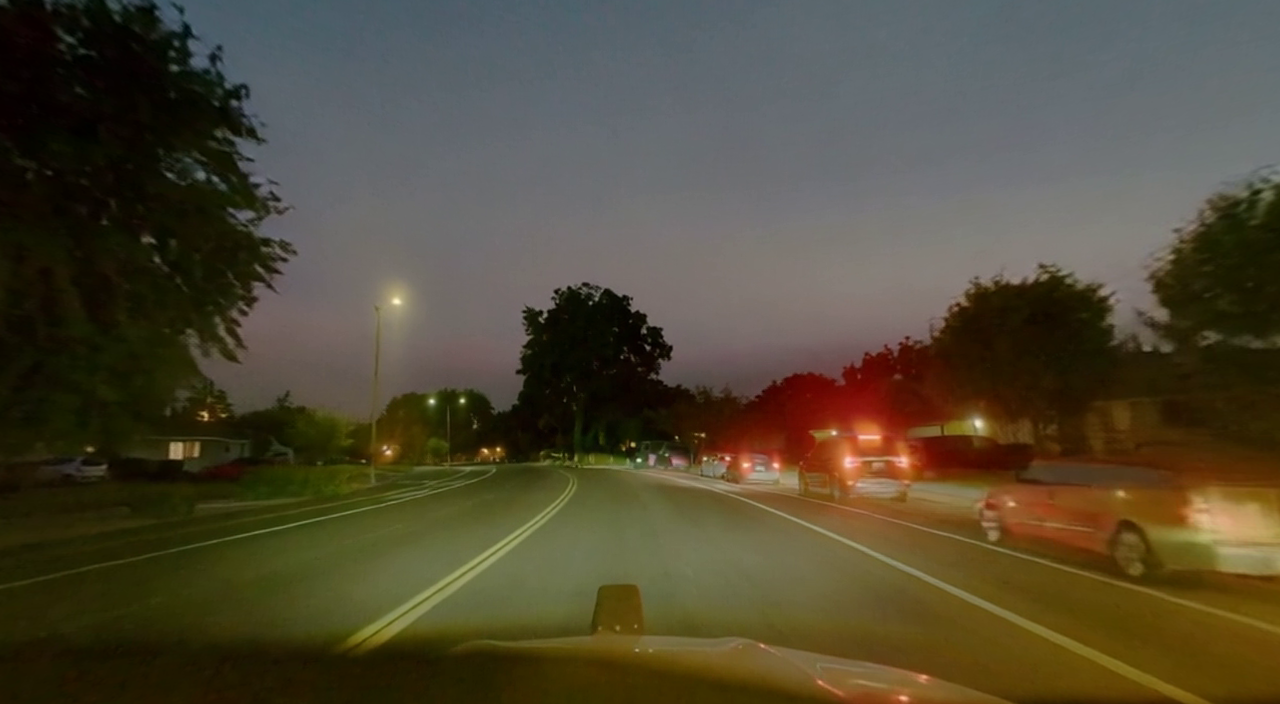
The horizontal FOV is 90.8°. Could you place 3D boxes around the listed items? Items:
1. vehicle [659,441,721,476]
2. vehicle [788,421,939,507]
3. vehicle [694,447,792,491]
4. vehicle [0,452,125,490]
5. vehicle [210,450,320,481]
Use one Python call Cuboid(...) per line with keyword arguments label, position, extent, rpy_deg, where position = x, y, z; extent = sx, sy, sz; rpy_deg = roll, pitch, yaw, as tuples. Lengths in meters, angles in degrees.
Cuboid(label="vehicle", position=(3.166, 7.017, 41.924), extent=(2.670, 2.085, 6.775), rpy_deg=(1, -9, -8))
Cuboid(label="vehicle", position=(6.149, 3.146, 18.203), extent=(2.305, 2.111, 4.965), rpy_deg=(0, -9, -3))
Cuboid(label="vehicle", position=(4.380, 5.093, 27.978), extent=(2.713, 1.671, 4.939), rpy_deg=(1, -8, -10))
Cuboid(label="vehicle", position=(-25.764, 5.226, 27.924), extent=(3.977, 1.501, 2.143), rpy_deg=(0, -8, -5))
Cuboid(label="vehicle", position=(-19.658, 5.963, 33.323), extent=(4.502, 1.511, 1.939), rpy_deg=(2, -9, -12))
